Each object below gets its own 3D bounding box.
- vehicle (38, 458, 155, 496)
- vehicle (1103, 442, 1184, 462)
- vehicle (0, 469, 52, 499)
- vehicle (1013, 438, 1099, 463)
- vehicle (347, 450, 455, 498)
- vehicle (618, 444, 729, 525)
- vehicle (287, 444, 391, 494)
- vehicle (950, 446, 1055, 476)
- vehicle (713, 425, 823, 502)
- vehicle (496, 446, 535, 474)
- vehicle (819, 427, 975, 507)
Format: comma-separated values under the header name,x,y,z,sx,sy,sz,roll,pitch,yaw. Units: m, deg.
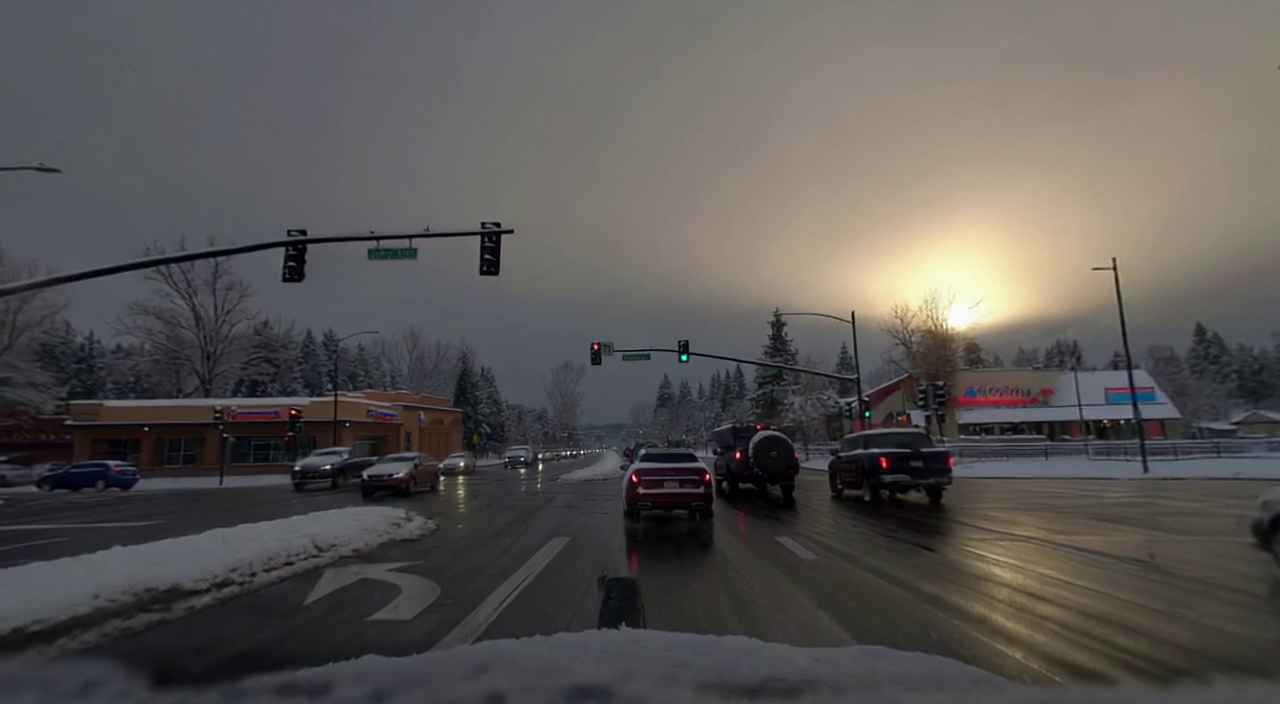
name,x,y,z,sx,sy,sz,roll,pitch,yaw
vehicle,-29.046,6.644,33.743,4.789,1.828,2.025,-2,-9,11
vehicle,36.364,7.234,45.636,4.230,1.449,1.782,0,-8,1
vehicle,-35.191,7.241,34.721,4.240,1.437,1.770,-2,-9,10
vehicle,31.423,7.450,47.751,4.885,1.883,2.107,0,-8,1
vehicle,-8.152,4.173,21.994,2.002,1.469,4.301,0,-8,1
vehicle,0.569,2.713,13.503,2.038,1.447,3.756,0,-8,-2
vehicle,-12.200,4.718,25.935,1.991,1.844,4.393,0,-8,1
vehicle,18.502,5.591,32.337,4.227,1.460,1.777,0,-8,2
vehicle,3.871,3.500,20.290,2.358,2.116,5.328,0,-8,-1
vehicle,-8.349,7.258,42.724,1.904,1.789,4.021,0,-8,-1
vehicle,7.300,3.315,18.735,2.323,2.009,5.266,0,-8,-1
